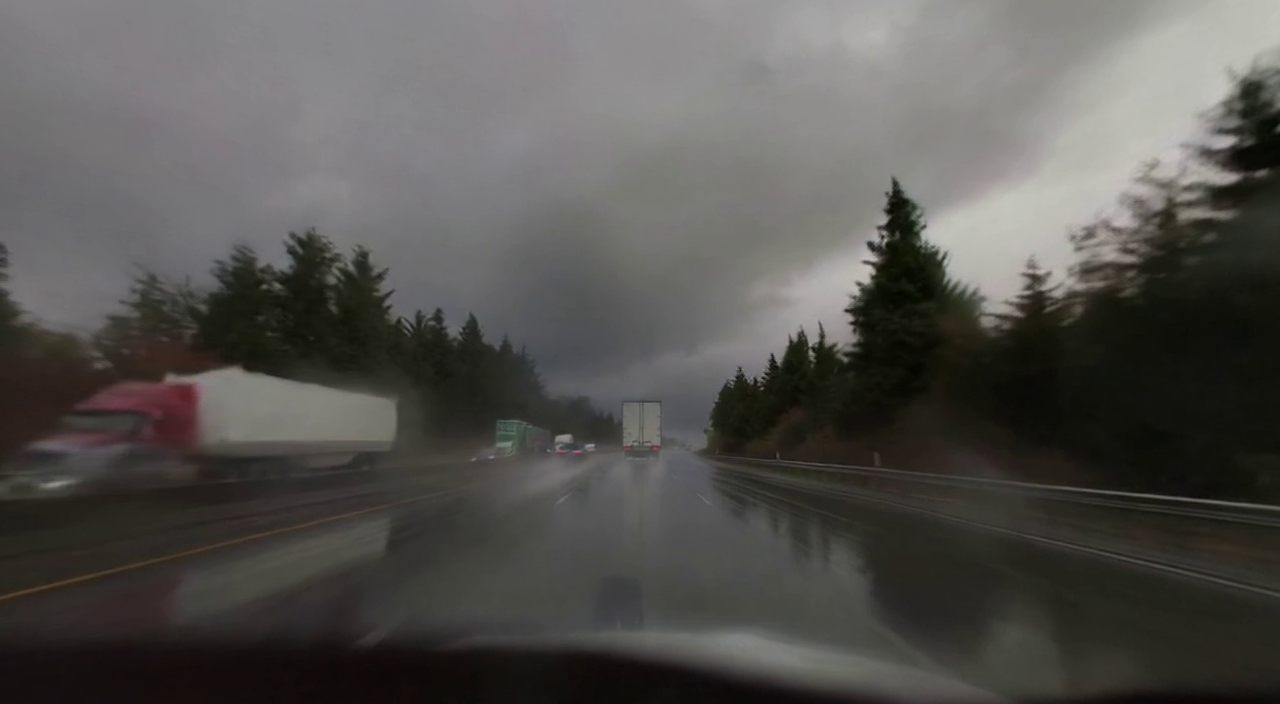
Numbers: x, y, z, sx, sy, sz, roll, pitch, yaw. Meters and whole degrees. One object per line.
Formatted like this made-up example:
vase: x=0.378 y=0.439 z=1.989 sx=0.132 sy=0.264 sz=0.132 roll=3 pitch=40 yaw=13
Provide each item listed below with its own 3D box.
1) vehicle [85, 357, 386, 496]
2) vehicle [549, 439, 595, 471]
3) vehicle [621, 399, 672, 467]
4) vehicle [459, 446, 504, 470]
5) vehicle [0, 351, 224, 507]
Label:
vehicle: x=-14.755 y=3.259 z=25.533 sx=2.947 sy=4.091 sz=13.930 roll=0 pitch=-9 yaw=0
vehicle: x=-3.759 y=5.808 z=35.486 sx=2.112 sy=1.645 sz=4.129 roll=0 pitch=-9 yaw=0
vehicle: x=0.340 y=5.765 z=43.577 sx=3.100 sy=4.091 sz=10.664 roll=0 pitch=-9 yaw=0
vehicle: x=-10.263 y=6.872 z=40.842 sx=1.845 sy=1.488 sz=4.104 roll=0 pitch=-9 yaw=1
vehicle: x=-14.853 y=2.231 z=17.910 sx=2.934 sy=3.940 sz=3.841 roll=0 pitch=-9 yaw=1
